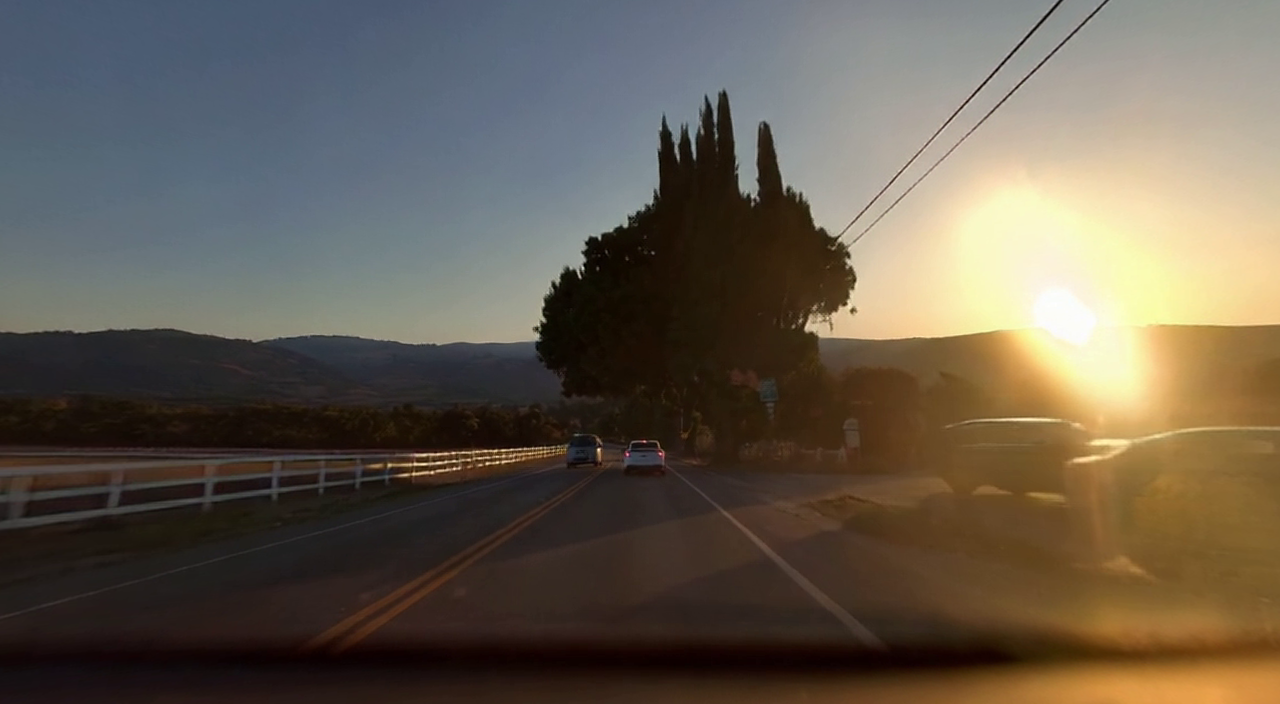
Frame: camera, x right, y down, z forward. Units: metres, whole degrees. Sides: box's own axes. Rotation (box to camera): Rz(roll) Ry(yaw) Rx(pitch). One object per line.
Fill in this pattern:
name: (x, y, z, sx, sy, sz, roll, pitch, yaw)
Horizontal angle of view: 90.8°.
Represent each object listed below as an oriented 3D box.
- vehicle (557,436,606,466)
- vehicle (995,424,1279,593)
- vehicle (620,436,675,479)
vehicle: (-4.285, 7.467, 47.898, 2.906, 2.116, 6.952, 0, -8, 1)
vehicle: (6.694, 1.520, 6.483, 4.979, 1.503, 2.010, -3, -9, 20)
vehicle: (0.295, 4.457, 26.884, 2.158, 1.669, 4.006, 0, -8, 1)
